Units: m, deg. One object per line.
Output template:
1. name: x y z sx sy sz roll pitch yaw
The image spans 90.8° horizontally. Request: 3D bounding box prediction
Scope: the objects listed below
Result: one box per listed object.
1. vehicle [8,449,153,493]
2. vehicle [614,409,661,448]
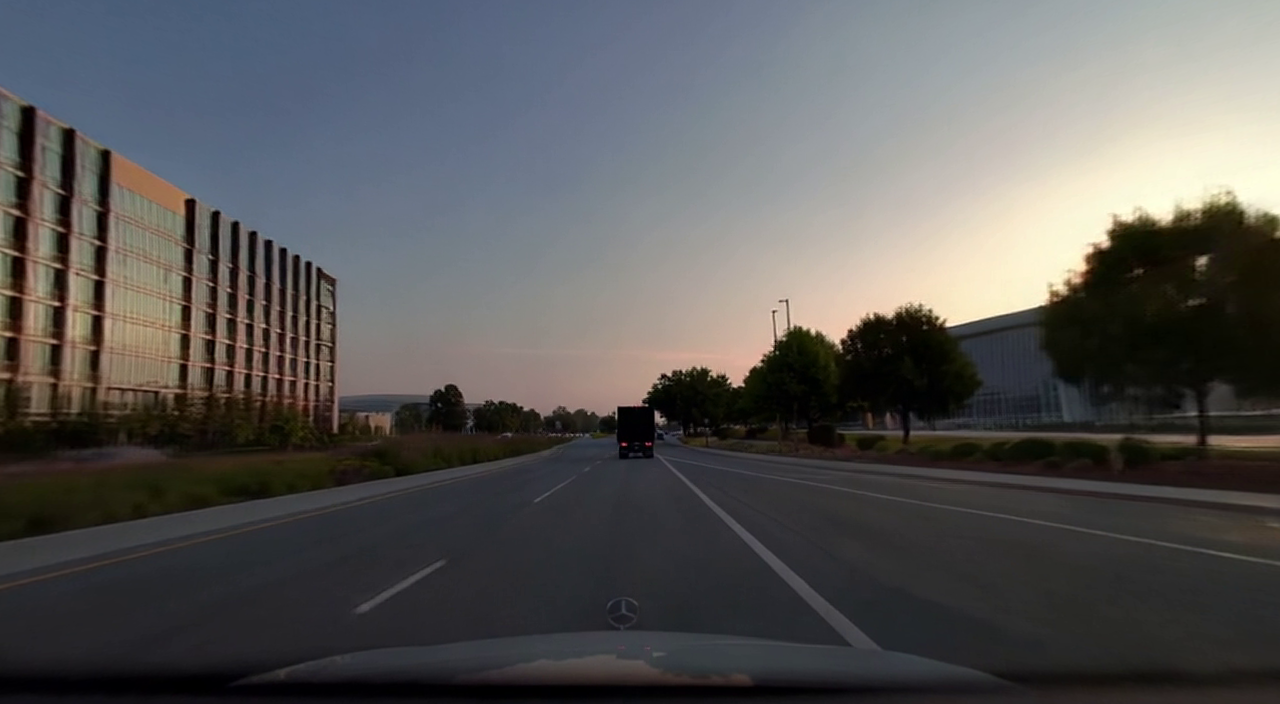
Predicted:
1. vehicle: -20.481 4.338 23.379 1.744 1.467 3.945 0 -9 0
2. vehicle: -0.220 4.012 32.464 2.178 1.829 4.932 0 -9 -3
